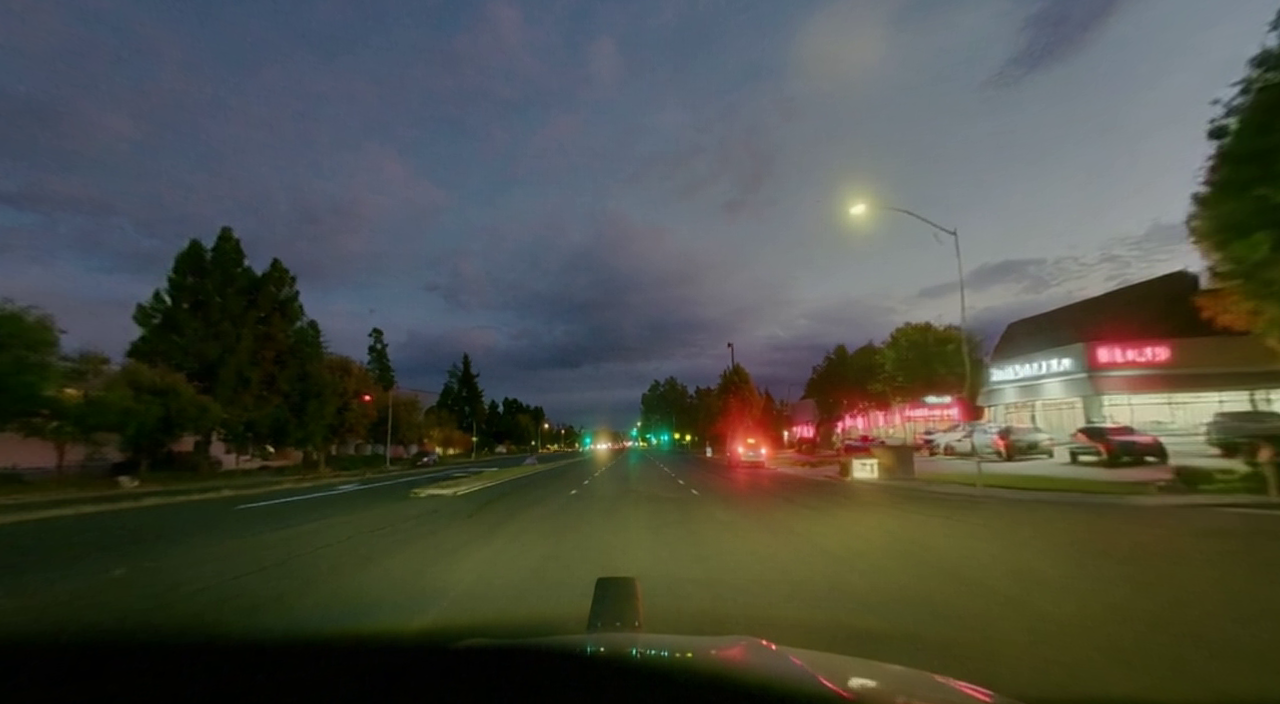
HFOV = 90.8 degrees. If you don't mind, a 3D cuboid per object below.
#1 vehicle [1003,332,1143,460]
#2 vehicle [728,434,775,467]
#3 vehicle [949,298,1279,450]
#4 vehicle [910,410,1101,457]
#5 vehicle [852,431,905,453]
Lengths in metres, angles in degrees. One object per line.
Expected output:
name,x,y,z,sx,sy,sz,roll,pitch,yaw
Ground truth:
vehicle,17.591,1.911,25.332,9.886,4.618,0.062,5,-10,-30
vehicle,6.839,6.105,39.164,1.954,1.907,4.736,0,-8,-1
vehicle,24.182,1.309,30.227,16.415,6.611,1.394,-5,-10,26
vehicle,15.238,3.472,26.378,6.592,1.676,4.007,5,-10,-29
vehicle,14.497,5.495,38.369,3.386,1.301,0.852,4,-9,-25
